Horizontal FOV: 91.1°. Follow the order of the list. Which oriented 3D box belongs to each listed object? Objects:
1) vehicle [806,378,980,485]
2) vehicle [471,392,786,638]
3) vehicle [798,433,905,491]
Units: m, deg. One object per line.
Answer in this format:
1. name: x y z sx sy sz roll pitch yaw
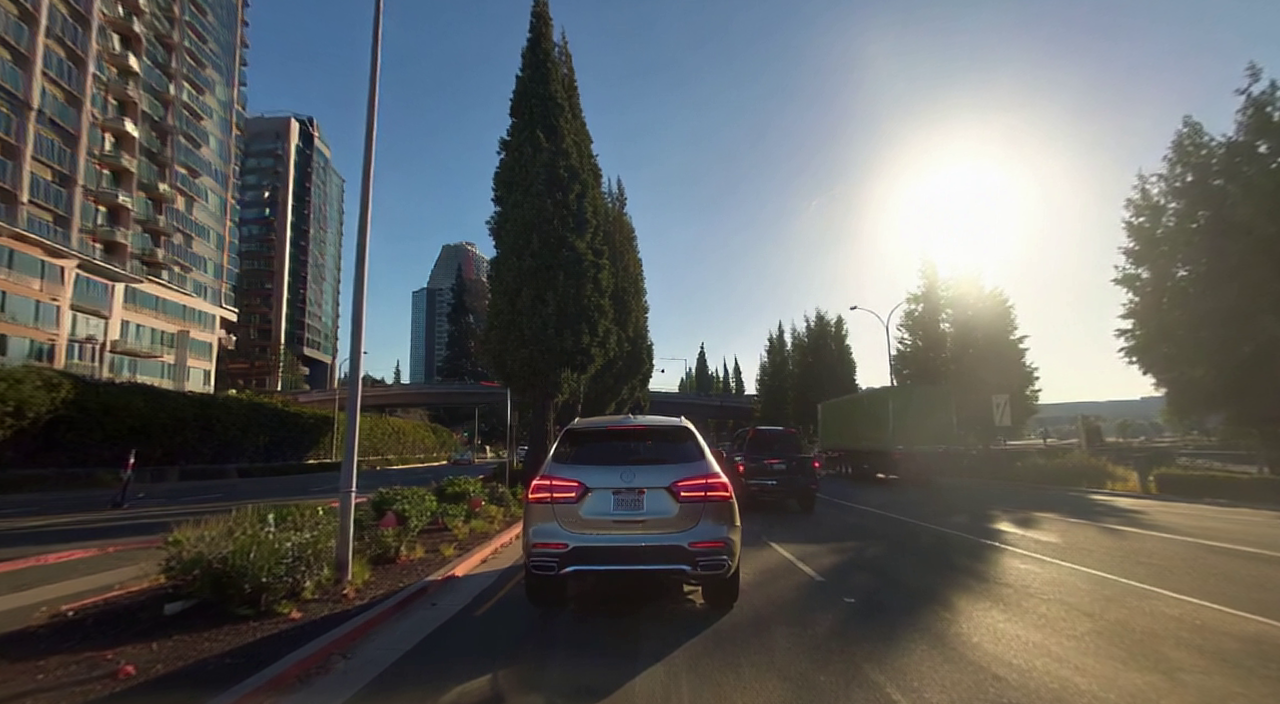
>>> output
1. vehicle: 10.942 3.792 29.089 3.025 3.993 11.243 0 -9 -2
2. vehicle: -0.100 1.428 6.452 2.172 1.694 4.055 0 -9 -1
3. vehicle: 7.266 3.823 22.160 2.024 1.810 4.807 0 -9 -1
